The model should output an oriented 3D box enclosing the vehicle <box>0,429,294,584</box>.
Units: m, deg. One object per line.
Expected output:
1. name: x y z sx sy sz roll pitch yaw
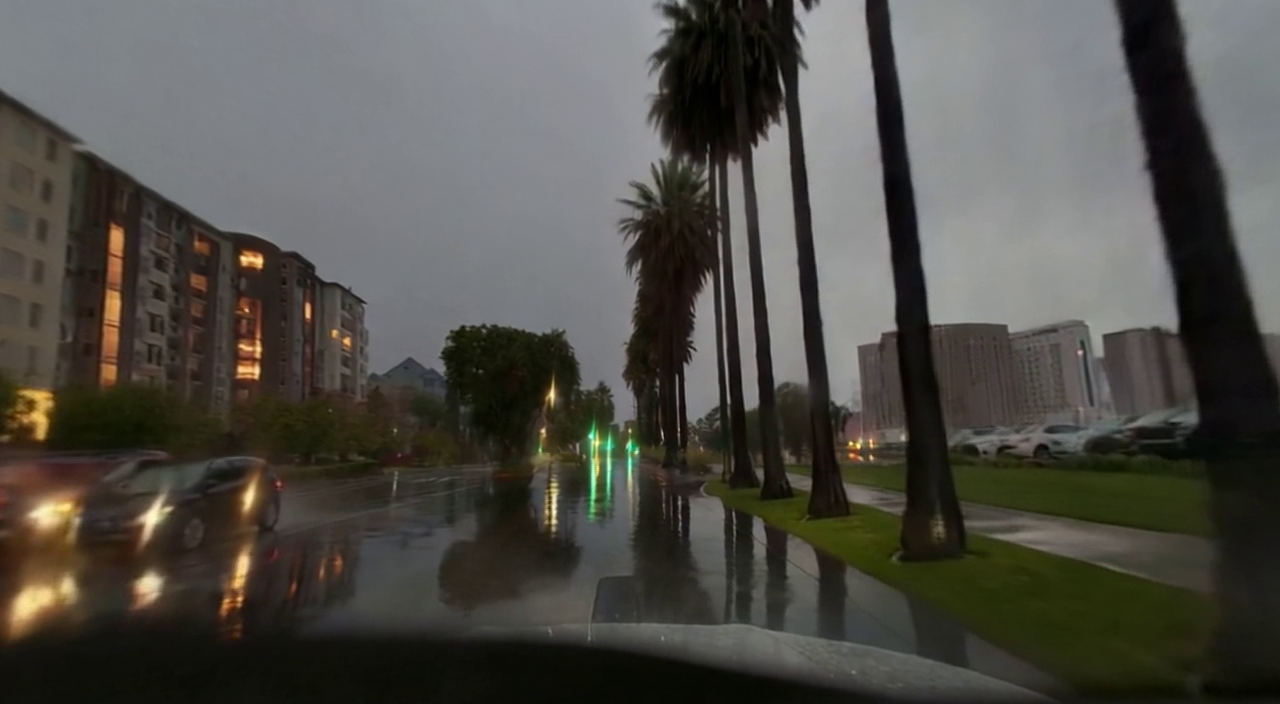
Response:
1. vehicle: -7.182 1.847 7.715 4.803 1.520 1.894 -2 -7 -6
